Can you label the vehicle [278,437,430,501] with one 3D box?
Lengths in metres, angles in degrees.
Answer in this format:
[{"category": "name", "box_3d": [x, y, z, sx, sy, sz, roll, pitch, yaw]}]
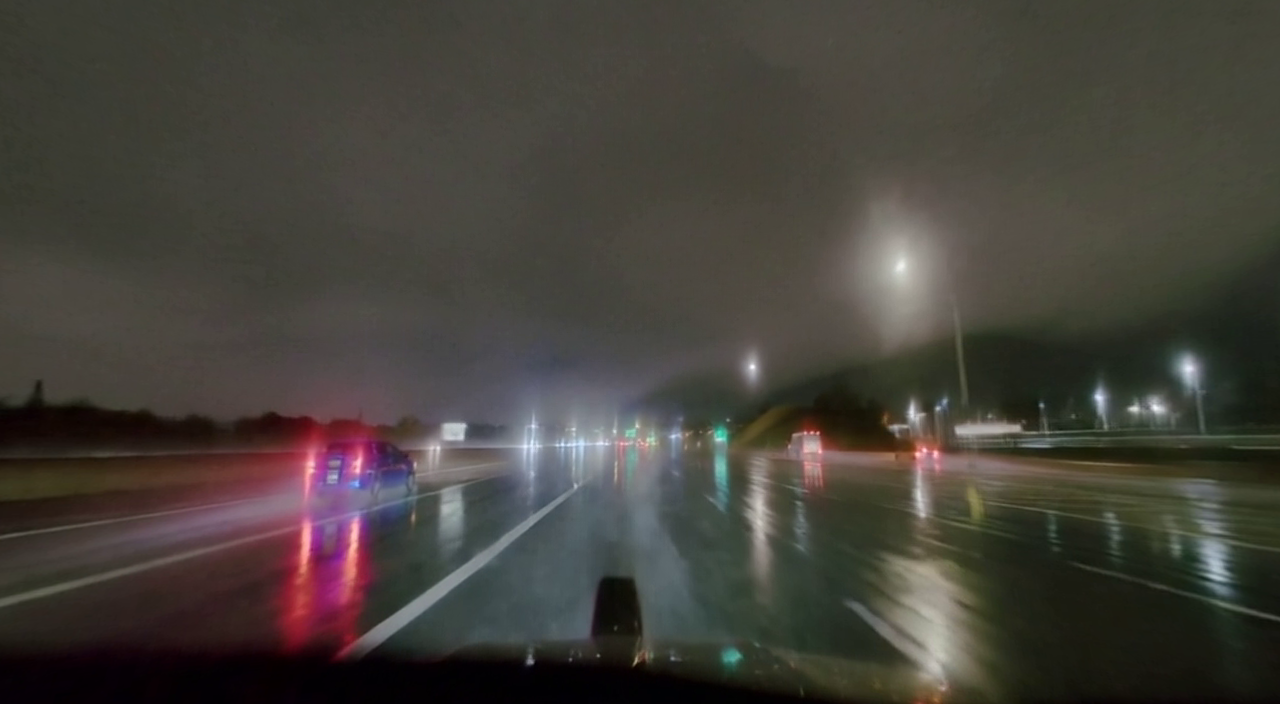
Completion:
[{"category": "vehicle", "box_3d": [-7.761, 3.199, 17.830, 2.005, 1.545, 4.874, 0, -8, 0]}]
